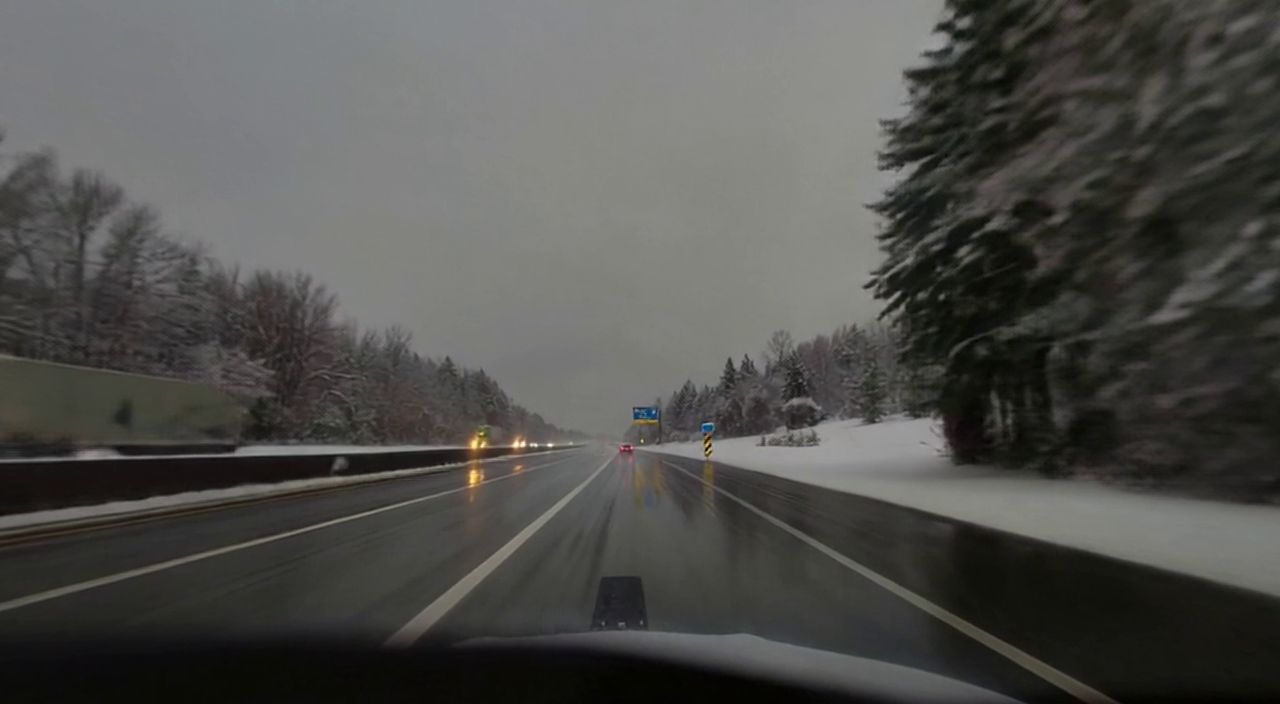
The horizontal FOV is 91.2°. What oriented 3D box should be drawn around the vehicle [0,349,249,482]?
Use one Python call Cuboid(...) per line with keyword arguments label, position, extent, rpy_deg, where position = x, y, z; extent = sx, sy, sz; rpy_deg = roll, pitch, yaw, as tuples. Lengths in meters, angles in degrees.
Cuboid(label="vehicle", position=(-21.164, 2.746, 24.487), extent=(2.925, 4.030, 14.186), rpy_deg=(0, -9, -1))
